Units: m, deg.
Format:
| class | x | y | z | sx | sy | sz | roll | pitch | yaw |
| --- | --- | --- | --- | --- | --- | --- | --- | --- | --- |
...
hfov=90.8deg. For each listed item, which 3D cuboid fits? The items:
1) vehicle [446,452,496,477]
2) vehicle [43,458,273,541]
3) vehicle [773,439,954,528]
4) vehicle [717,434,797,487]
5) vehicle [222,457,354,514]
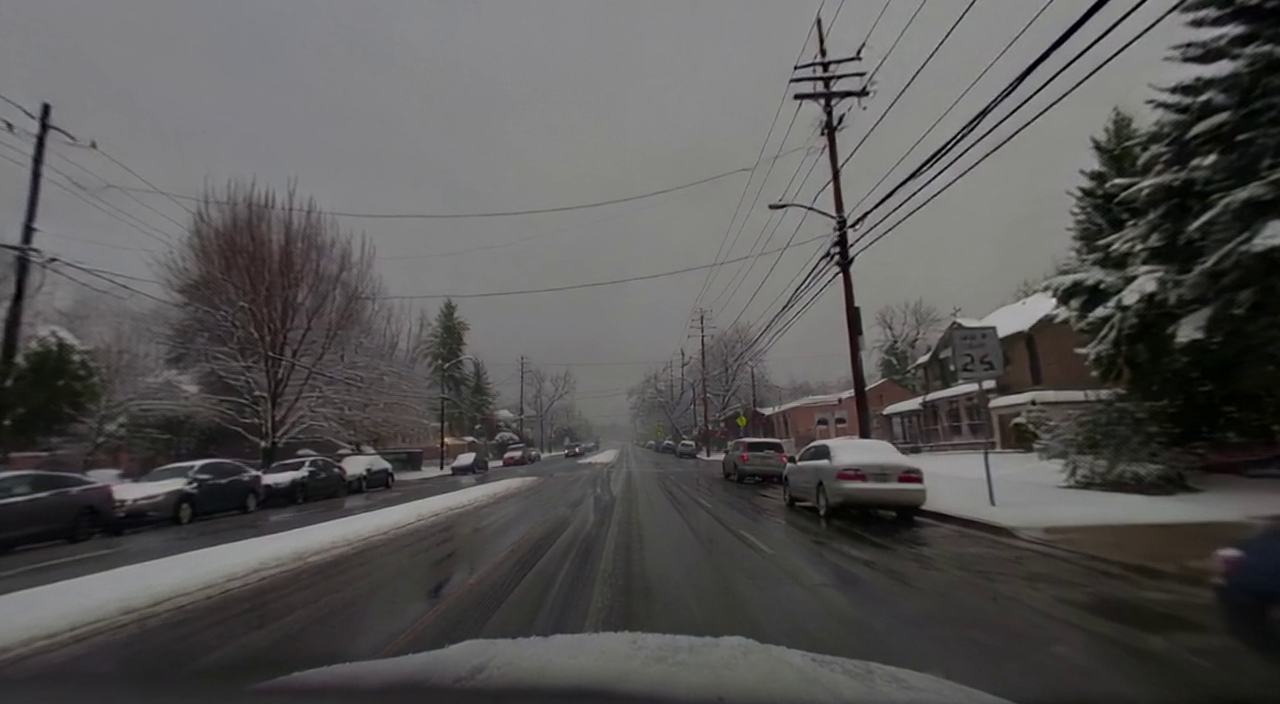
| class | x | y | z | sx | sy | sz | roll | pitch | yaw |
| --- | --- | --- | --- | --- | --- | --- | --- | --- | --- |
| vehicle | -11.438 | 7.641 | 43.140 | 1.970 | 1.523 | 4.702 | -1 | -8 | 2 |
| vehicle | -11.024 | 3.343 | 15.049 | 1.955 | 1.522 | 4.759 | 0 | -8 | -4 |
| vehicle | 4.265 | 2.567 | 12.976 | 1.989 | 1.471 | 4.460 | 0 | -9 | -1 |
| vehicle | 4.383 | 4.127 | 24.320 | 2.126 | 1.802 | 4.259 | 0 | -9 | -2 |
| vehicle | -11.025 | 4.174 | 20.222 | 1.804 | 1.513 | 4.450 | 0 | -8 | -2 |
